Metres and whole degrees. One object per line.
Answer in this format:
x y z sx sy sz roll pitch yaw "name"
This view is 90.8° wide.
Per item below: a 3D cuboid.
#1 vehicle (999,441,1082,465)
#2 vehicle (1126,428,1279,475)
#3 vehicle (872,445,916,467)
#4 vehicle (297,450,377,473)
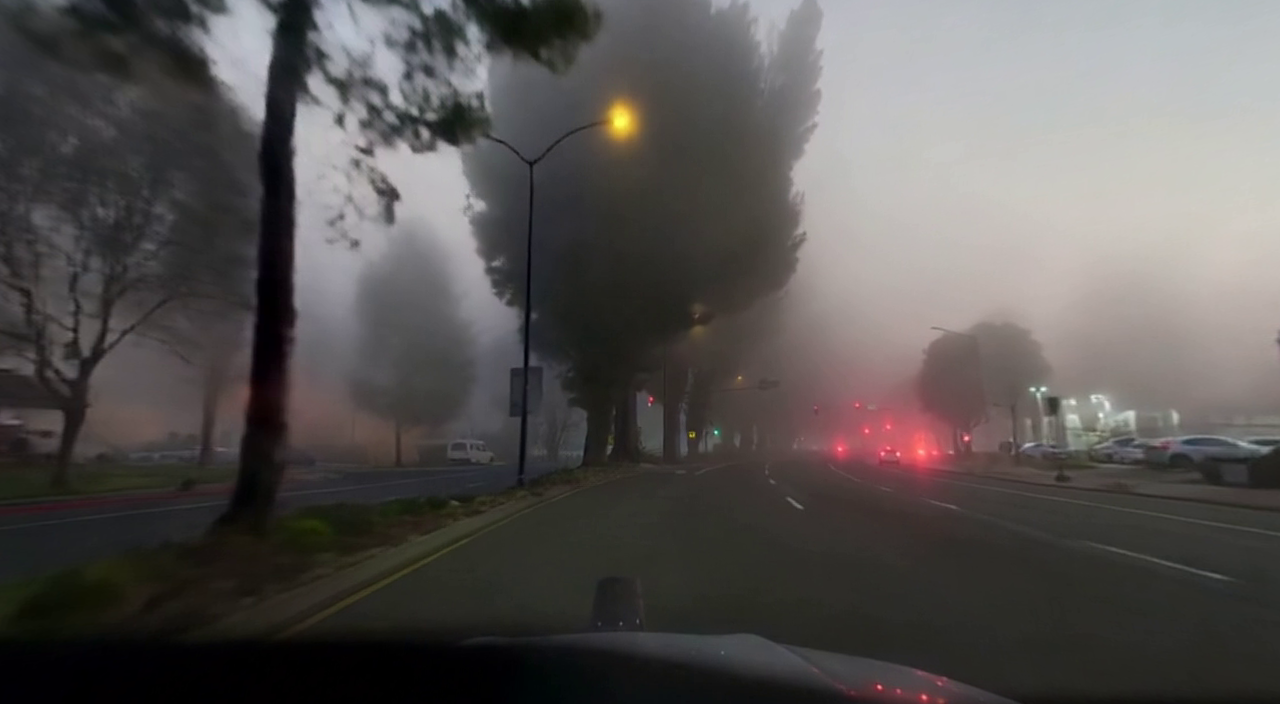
26.077 6.594 41.332 1.843 1.455 4.558 2 -9 -11 "vehicle"
24.099 4.163 26.644 2.239 1.742 5.364 2 -9 -14 "vehicle"
18.465 7.580 46.175 2.099 1.464 4.615 -2 -9 11 "vehicle"
-20.125 7.244 42.048 4.520 1.439 1.919 -2 -9 14 "vehicle"
